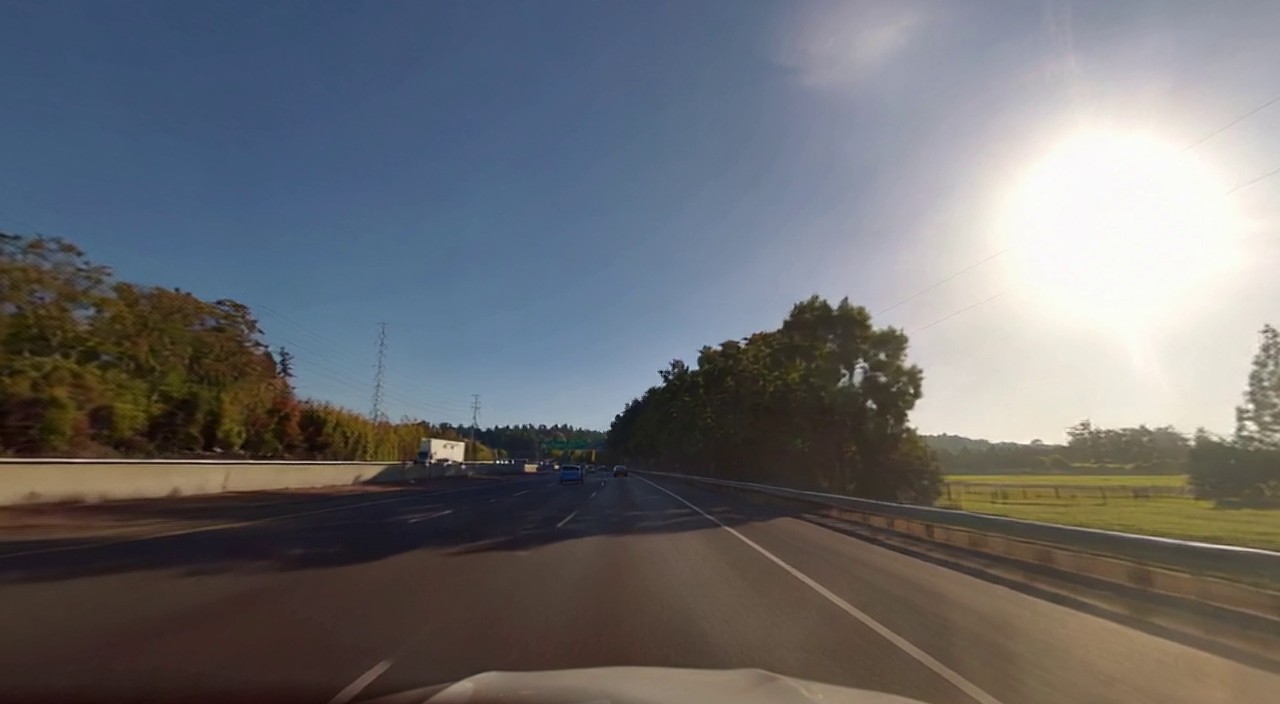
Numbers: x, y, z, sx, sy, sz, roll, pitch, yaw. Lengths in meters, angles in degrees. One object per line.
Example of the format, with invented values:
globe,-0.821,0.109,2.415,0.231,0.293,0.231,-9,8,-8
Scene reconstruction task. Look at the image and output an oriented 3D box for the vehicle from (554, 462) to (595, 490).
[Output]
vehicle,-4.238,8.119,41.445,2.194,1.704,4.421,1,-10,0
